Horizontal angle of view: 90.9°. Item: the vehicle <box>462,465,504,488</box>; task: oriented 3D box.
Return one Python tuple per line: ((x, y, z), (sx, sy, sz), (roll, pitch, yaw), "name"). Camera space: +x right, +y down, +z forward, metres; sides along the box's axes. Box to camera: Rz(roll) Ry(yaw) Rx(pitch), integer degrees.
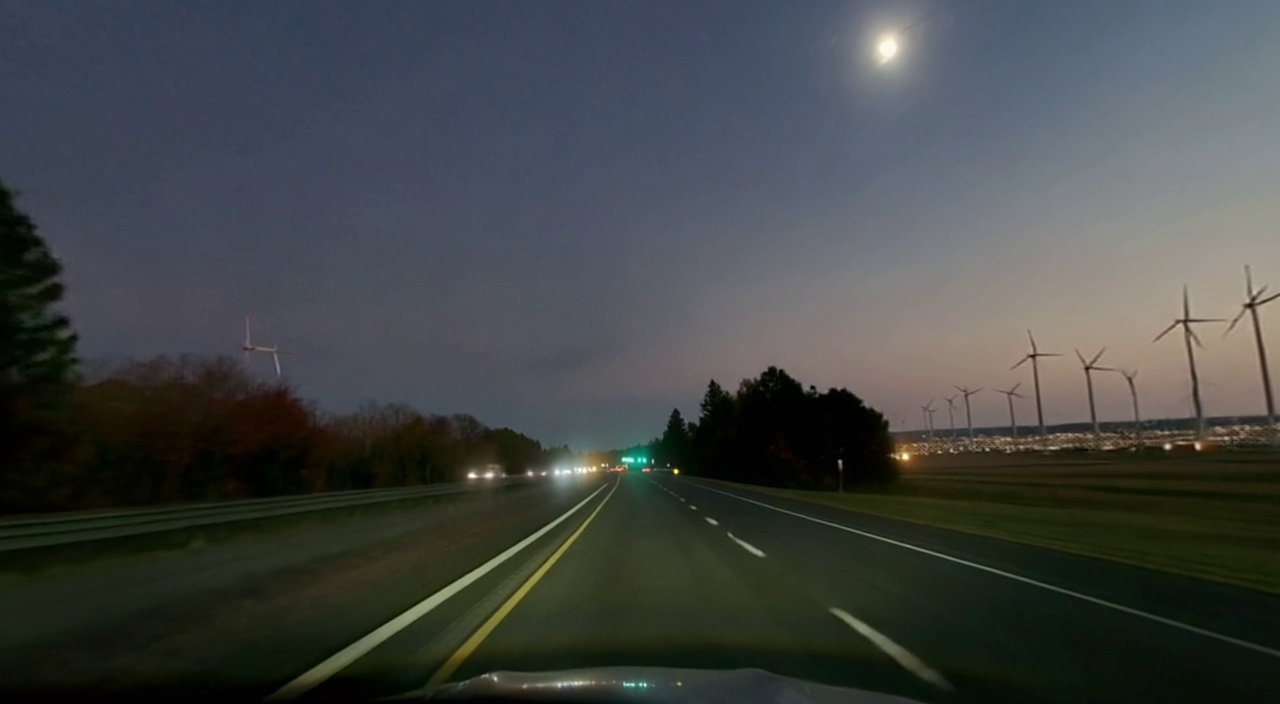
((-12.155, 9.665, 49.059), (2.068, 1.615, 4.594), (1, -11, 1), "vehicle")
